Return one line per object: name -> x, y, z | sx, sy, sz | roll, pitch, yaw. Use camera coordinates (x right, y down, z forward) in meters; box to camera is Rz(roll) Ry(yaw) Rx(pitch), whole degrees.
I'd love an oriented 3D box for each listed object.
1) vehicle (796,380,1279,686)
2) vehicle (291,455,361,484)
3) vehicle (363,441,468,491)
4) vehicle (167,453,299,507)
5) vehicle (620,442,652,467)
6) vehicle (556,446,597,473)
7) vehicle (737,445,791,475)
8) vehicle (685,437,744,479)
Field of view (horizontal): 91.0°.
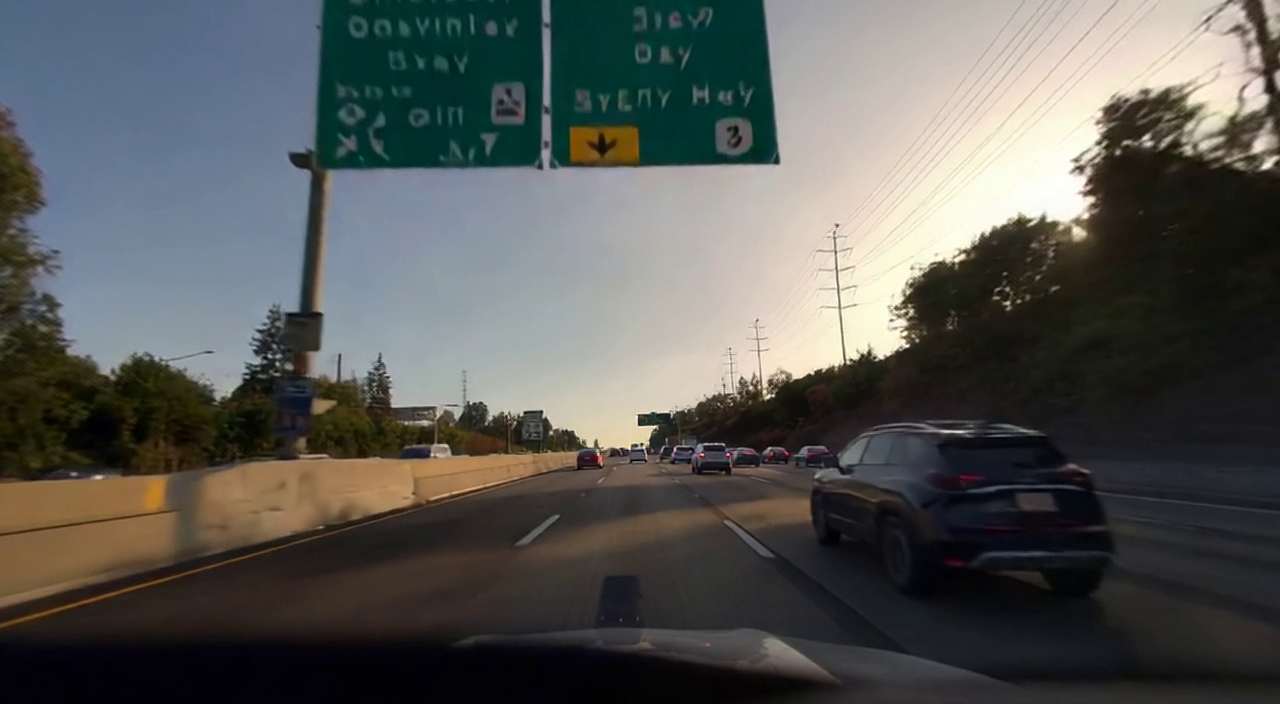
vehicle -> 3.163, 1.372, 5.992 | 2.092, 1.723, 4.670 | 0, -9, -1
vehicle -> -22.939, 8.602, 46.299 | 2.159, 1.884, 5.705 | 0, -9, 0
vehicle -> -8.791, 4.489, 25.249 | 2.214, 1.737, 5.234 | 0, -9, 1
vehicle -> -12.408, 3.878, 19.494 | 1.583, 1.428, 3.716 | 0, -9, 0
vehicle -> -0.333, 7.868, 48.411 | 2.314, 1.796, 4.254 | 0, -9, -1
vehicle -> -3.760, 6.437, 37.958 | 2.051, 1.510, 4.373 | 0, -9, 0
vehicle -> 6.744, 5.876, 34.616 | 1.909, 1.507, 4.471 | 0, -9, -2
vehicle -> 3.494, 5.068, 30.360 | 2.138, 1.826, 4.783 | 0, -9, -1
